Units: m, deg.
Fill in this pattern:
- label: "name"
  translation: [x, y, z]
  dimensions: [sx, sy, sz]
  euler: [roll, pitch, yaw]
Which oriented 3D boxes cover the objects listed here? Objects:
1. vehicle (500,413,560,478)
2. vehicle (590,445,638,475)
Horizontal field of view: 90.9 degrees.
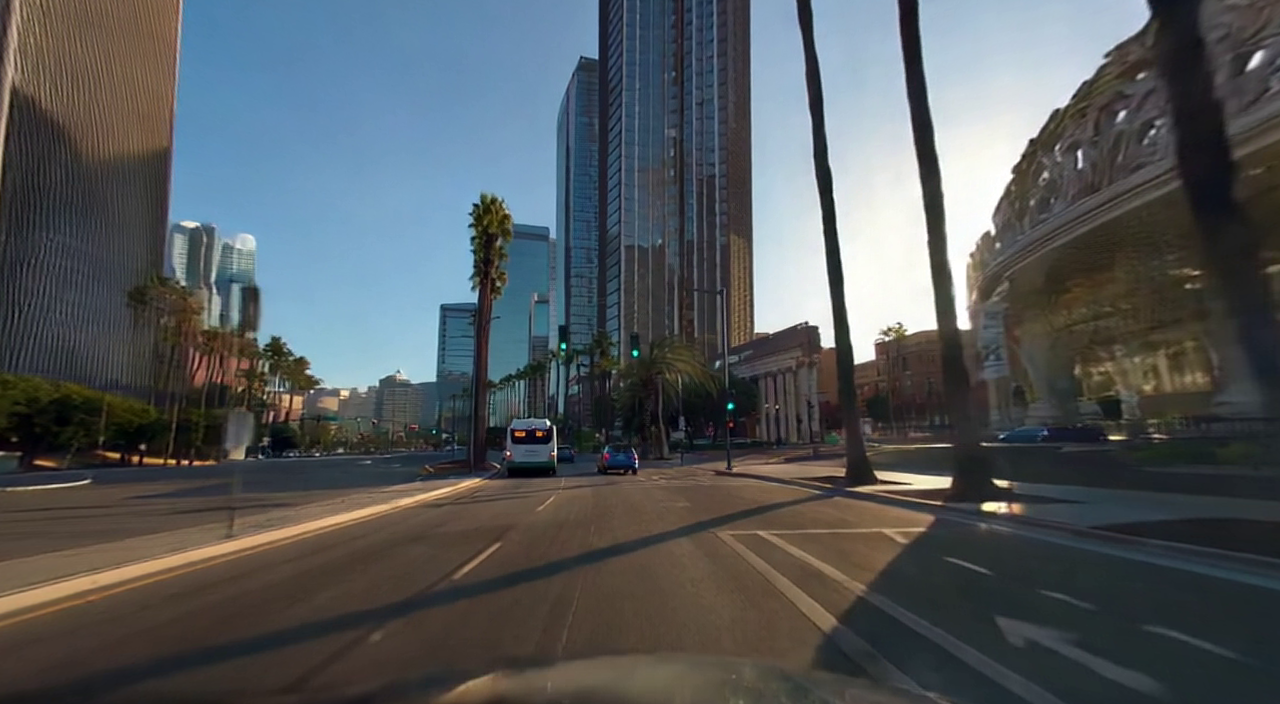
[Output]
- label: "vehicle"
  translation: [-5.715, 5.017, 33.991]
  dimensions: [2.678, 3.042, 8.474]
  euler: [1, -8, -7]
- label: "vehicle"
  translation: [-1.434, 5.624, 33.142]
  dimensions: [2.107, 1.481, 4.097]
  euler: [1, -8, -8]
